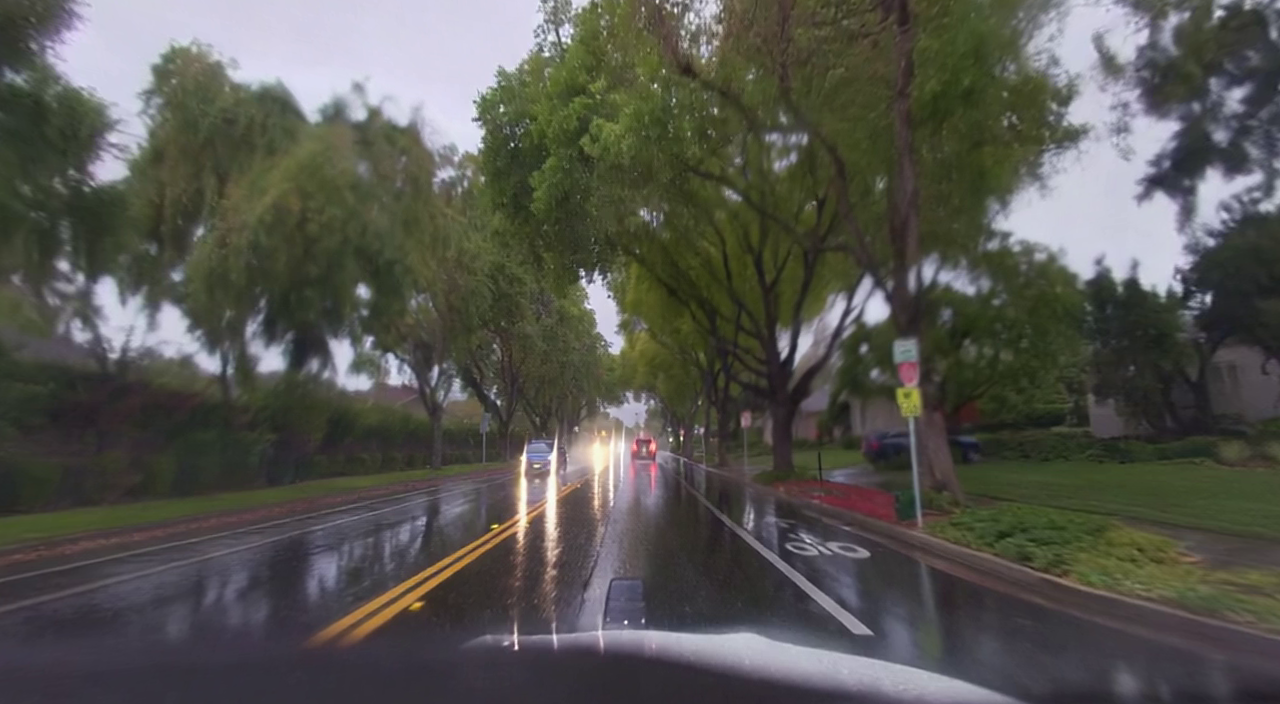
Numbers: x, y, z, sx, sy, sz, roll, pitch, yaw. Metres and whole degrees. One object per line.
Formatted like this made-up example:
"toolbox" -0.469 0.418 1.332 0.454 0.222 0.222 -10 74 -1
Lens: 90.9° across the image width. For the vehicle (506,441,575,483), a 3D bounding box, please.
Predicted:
"vehicle" -4.152 4.637 26.988 2.102 1.620 4.575 0 -8 1
